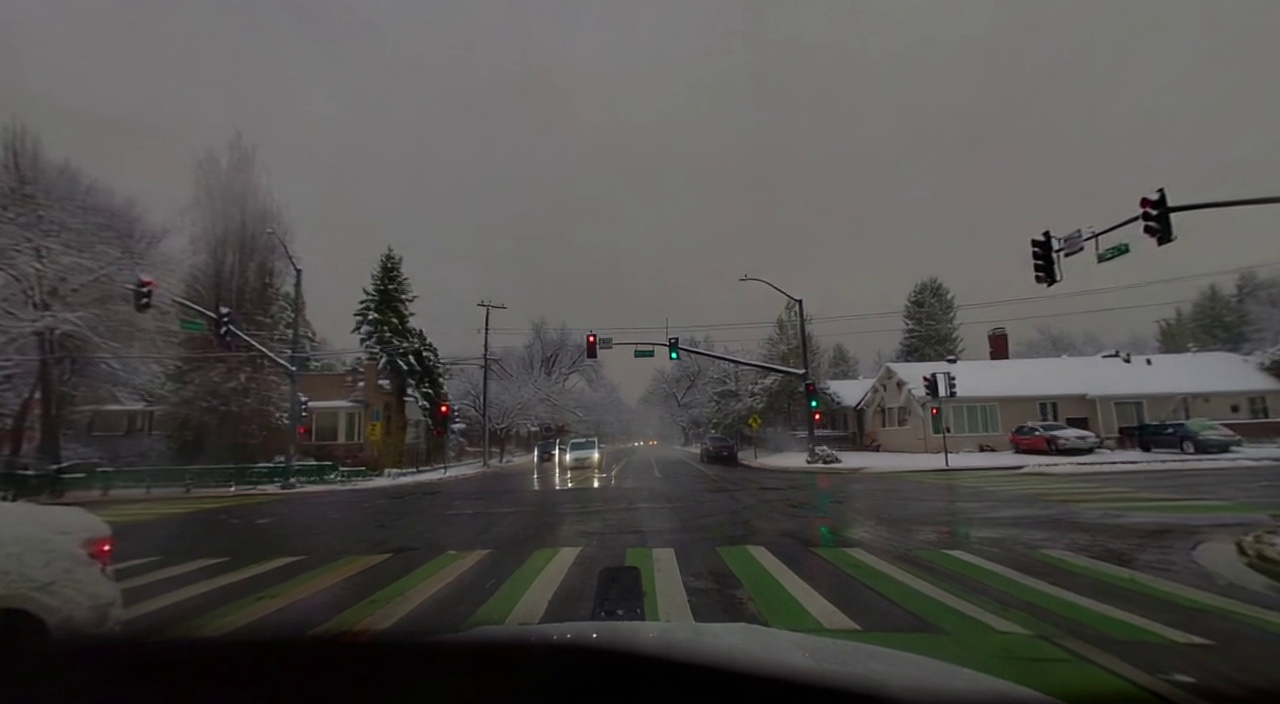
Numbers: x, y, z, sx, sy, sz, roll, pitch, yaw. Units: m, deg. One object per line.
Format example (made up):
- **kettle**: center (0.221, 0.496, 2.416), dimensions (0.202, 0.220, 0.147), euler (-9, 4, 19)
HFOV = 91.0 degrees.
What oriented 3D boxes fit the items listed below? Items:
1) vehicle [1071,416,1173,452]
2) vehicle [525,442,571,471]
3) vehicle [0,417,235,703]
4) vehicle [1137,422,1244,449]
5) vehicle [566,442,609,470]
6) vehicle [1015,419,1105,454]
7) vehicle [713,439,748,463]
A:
- **vehicle**: center (26.392, 4.557, 34.676), dimensions (2.033, 1.821, 4.542), euler (-1, -8, 2)
- **vehicle**: center (-5.672, 6.496, 39.388), dimensions (1.982, 1.686, 4.195), euler (-1, -9, 4)
- **vehicle**: center (-3.414, 0.846, 1.320), dimensions (1.904, 1.489, 4.746), euler (0, -8, 1)
- **vehicle**: center (30.189, 4.656, 34.738), dimensions (1.837, 1.396, 4.695), euler (-1, -8, 3)
- **vehicle**: center (-2.912, 5.888, 35.833), dimensions (1.982, 1.472, 4.103), euler (-1, -8, 2)
- **vehicle**: center (23.227, 4.734, 35.029), dimensions (1.964, 1.759, 4.583), euler (-1, -8, 3)
- **vehicle**: center (6.232, 6.877, 43.681), dimensions (1.891, 1.584, 3.802), euler (0, -8, 1)
